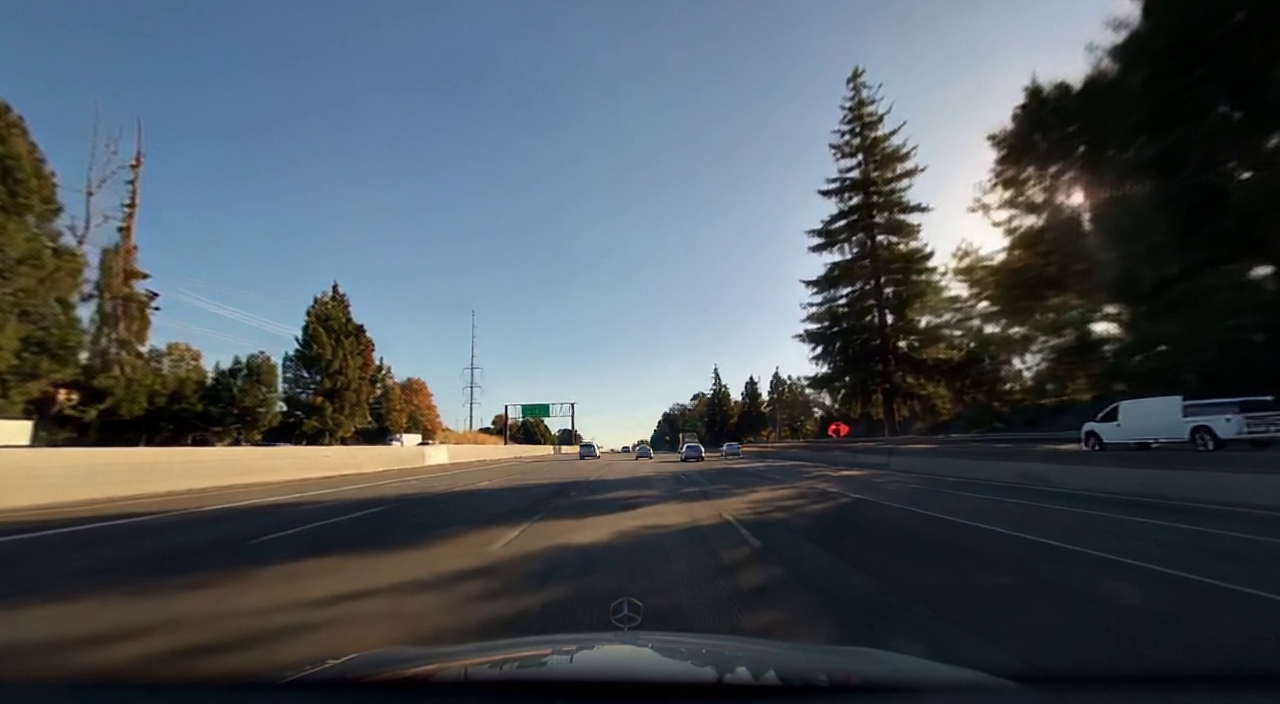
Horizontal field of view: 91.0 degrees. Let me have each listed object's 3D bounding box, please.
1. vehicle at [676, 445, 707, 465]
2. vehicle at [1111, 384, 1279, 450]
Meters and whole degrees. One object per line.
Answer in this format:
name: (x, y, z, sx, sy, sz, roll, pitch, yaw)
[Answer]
vehicle: (3.972, 8.021, 49.256, 2.076, 1.506, 4.050, 0, -9, 1)
vehicle: (42.177, 5.079, 46.284, 2.955, 4.183, 15.830, 0, -9, 0)
